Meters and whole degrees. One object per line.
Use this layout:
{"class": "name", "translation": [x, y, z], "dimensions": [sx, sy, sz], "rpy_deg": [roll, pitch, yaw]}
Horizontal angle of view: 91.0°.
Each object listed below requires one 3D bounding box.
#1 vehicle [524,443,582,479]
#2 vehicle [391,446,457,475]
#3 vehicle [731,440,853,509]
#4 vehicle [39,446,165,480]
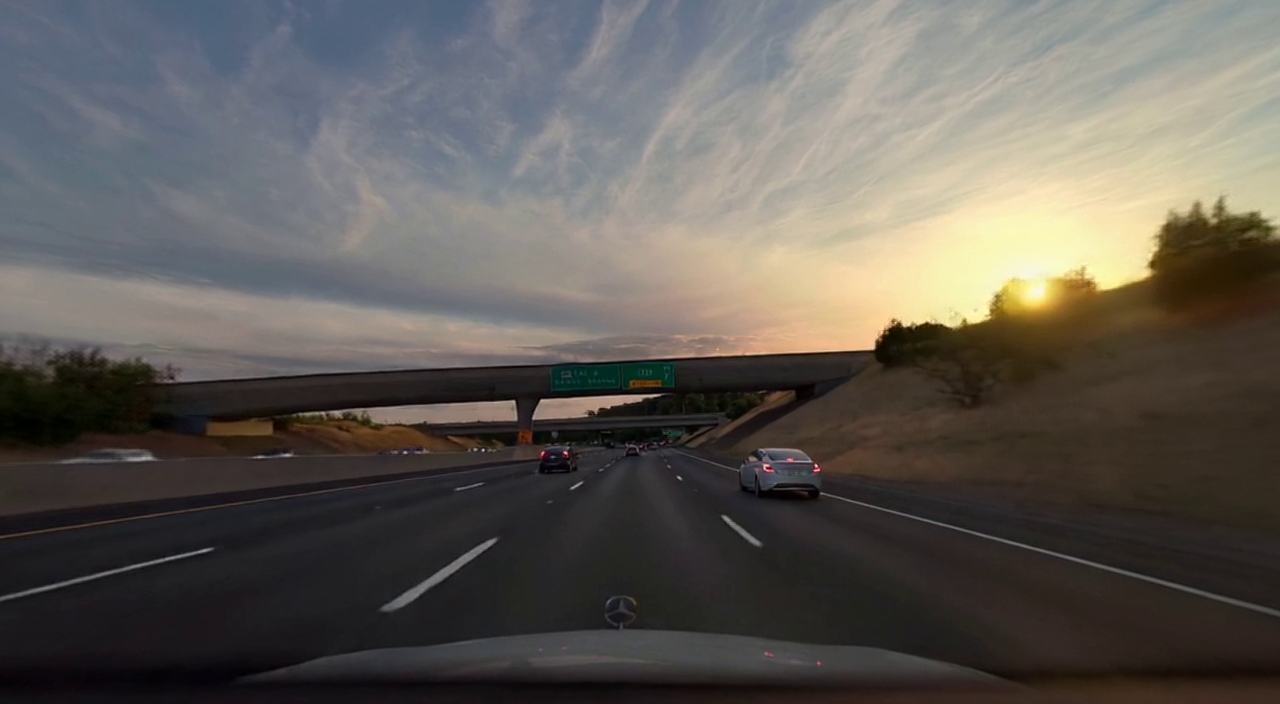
{"class": "vehicle", "translation": [-4.039, 5.134, 29.876], "dimensions": [2.072, 1.545, 4.687], "rpy_deg": [0, -9, 0]}
{"class": "vehicle", "translation": [-11.747, 5.932, 34.654], "dimensions": [1.919, 1.497, 4.765], "rpy_deg": [0, -9, 0]}
{"class": "vehicle", "translation": [3.754, 3.096, 16.436], "dimensions": [2.079, 1.535, 4.316], "rpy_deg": [0, -9, 0]}
{"class": "vehicle", "translation": [-28.314, 5.834, 33.455], "dimensions": [1.987, 1.665, 5.328], "rpy_deg": [0, -9, 0]}
